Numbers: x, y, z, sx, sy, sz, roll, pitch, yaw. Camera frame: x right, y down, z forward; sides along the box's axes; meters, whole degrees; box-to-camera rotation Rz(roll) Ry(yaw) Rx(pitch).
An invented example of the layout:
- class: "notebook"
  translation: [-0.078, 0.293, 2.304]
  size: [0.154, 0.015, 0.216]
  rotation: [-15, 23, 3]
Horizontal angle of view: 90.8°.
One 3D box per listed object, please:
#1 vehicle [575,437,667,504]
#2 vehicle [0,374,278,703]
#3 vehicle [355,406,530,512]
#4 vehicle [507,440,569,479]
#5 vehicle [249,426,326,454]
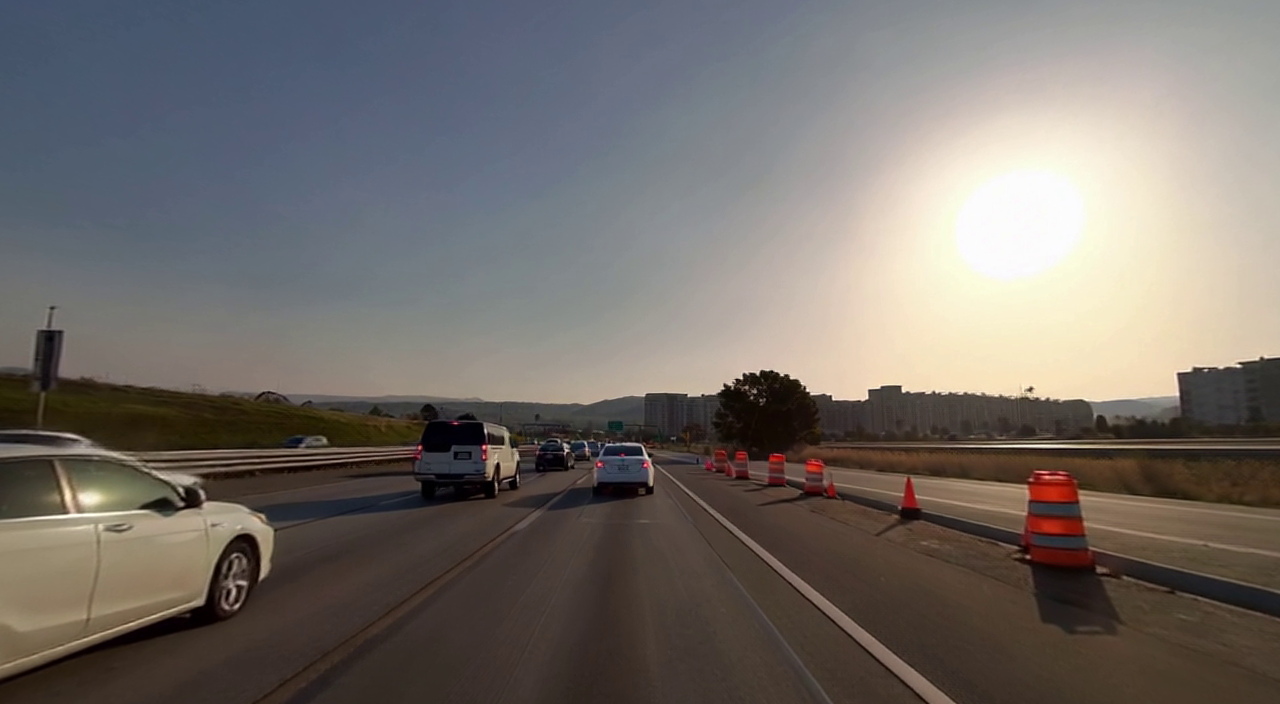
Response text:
- class: "vehicle"
  translation: [-0.464, 2.973, 16.298]
  size: [2.069, 1.484, 3.918]
  rotation: [0, -9, -1]
- class: "vehicle"
  translation: [-3.958, 0.905, 2.828]
  size: [2.041, 1.604, 4.384]
  rotation: [0, -9, 0]
- class: "vehicle"
  translation: [-4.293, 2.489, 15.063]
  size: [2.324, 2.012, 5.740]
  rotation: [0, -9, 0]
- class: "vehicle"
  translation: [-4.056, 4.353, 25.822]
  size: [1.824, 1.459, 4.007]
  rotation: [0, -9, 1]
- class: "vehicle"
  translation: [-25.090, 6.358, 45.279]
  size: [2.263, 1.874, 5.613]
  rotation: [0, -9, -1]
